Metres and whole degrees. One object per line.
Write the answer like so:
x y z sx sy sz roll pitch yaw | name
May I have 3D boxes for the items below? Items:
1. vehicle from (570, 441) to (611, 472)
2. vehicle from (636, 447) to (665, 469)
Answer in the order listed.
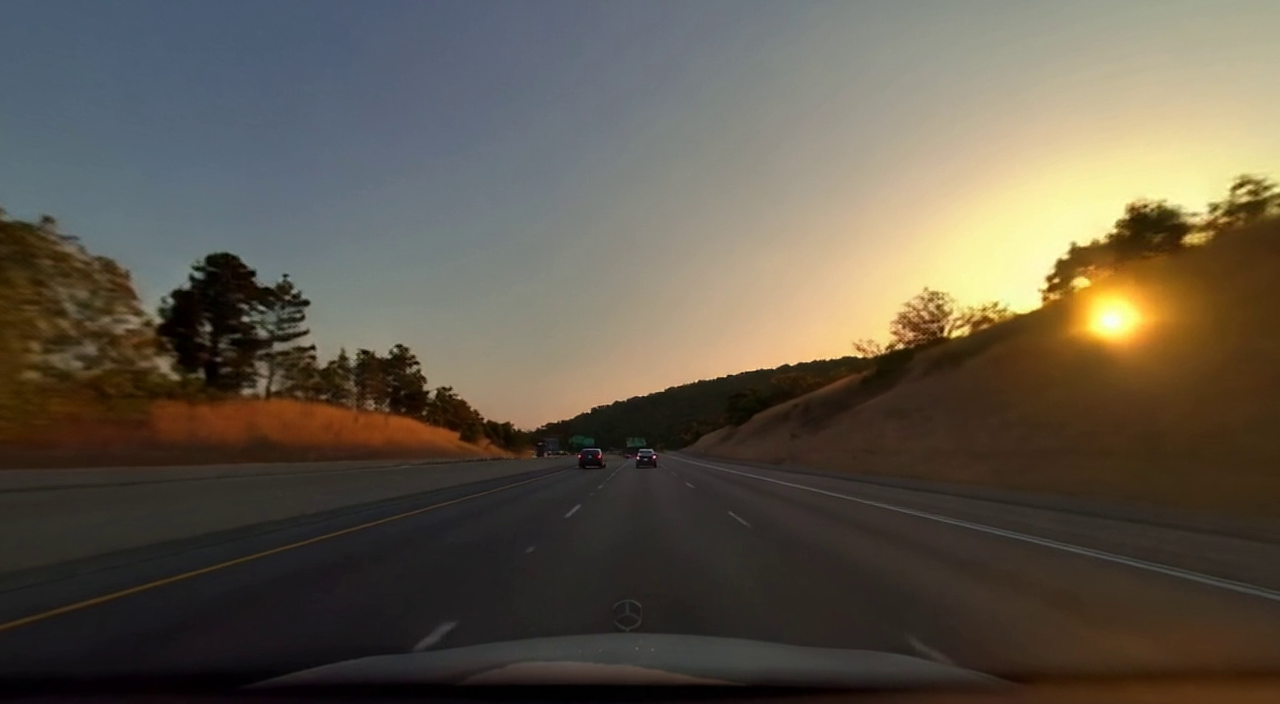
-2.962 6.419 38.683 2.143 1.770 4.283 0 -9 1 | vehicle
0.749 7.905 47.201 2.036 1.519 4.225 0 -9 0 | vehicle
